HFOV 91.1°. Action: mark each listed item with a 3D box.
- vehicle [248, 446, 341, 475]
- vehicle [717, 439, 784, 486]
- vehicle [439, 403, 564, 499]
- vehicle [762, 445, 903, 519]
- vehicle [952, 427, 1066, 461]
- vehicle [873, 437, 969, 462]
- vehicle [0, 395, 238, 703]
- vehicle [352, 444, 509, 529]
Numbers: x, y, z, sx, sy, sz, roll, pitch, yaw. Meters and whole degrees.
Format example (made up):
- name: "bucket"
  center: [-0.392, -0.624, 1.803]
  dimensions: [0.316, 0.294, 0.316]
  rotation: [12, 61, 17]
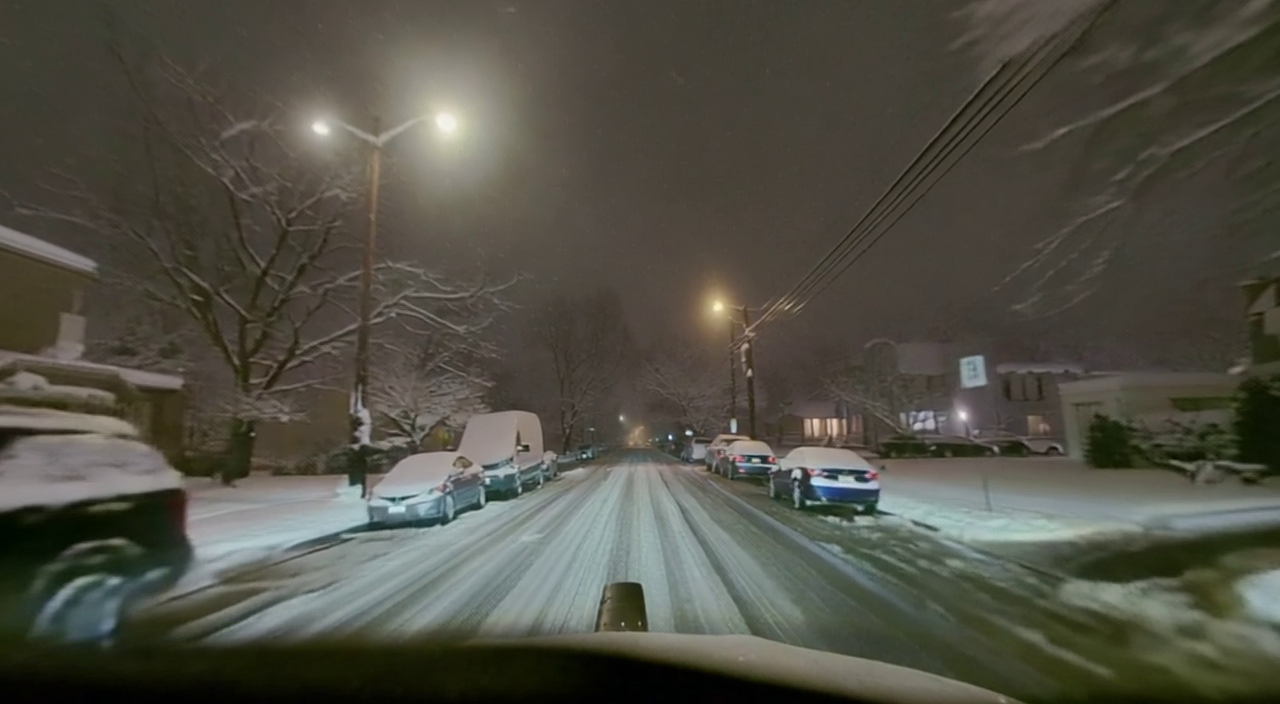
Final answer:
- name: "vehicle"
  center: [-19.246, 6.052, 35.102]
  dimensions: [4.126, 1.545, 1.830]
  rotation: [0, -8, 1]
- name: "vehicle"
  center: [4.145, 4.178, 24.211]
  dimensions: [1.839, 1.520, 4.498]
  rotation: [3, -8, 1]
- name: "vehicle"
  center: [-4.388, 3.278, 21.097]
  dimensions: [2.470, 2.613, 5.989]
  rotation: [-4, -8, 4]
- name: "vehicle"
  center: [4.196, 2.864, 14.458]
  dimensions: [1.846, 1.351, 4.272]
  rotation: [2, -8, -1]
- name: "vehicle"
  center: [22.020, 5.516, 37.635]
  dimensions: [5.271, 1.913, 2.466]
  rotation: [0, -8, 1]
- name: "vehicle"
  center: [16.614, 5.785, 37.334]
  dimensions: [4.700, 1.440, 2.058]
  rotation: [0, -8, 3]
- name: "vehicle"
  center: [-4.667, 1.087, 2.864]
  dimensions: [2.154, 1.796, 5.294]
  rotation: [-2, -8, 0]
- name: "vehicle"
  center: [-4.746, 3.056, 15.083]
  dimensions: [2.023, 1.568, 4.942]
  rotation: [-3, -8, 1]
